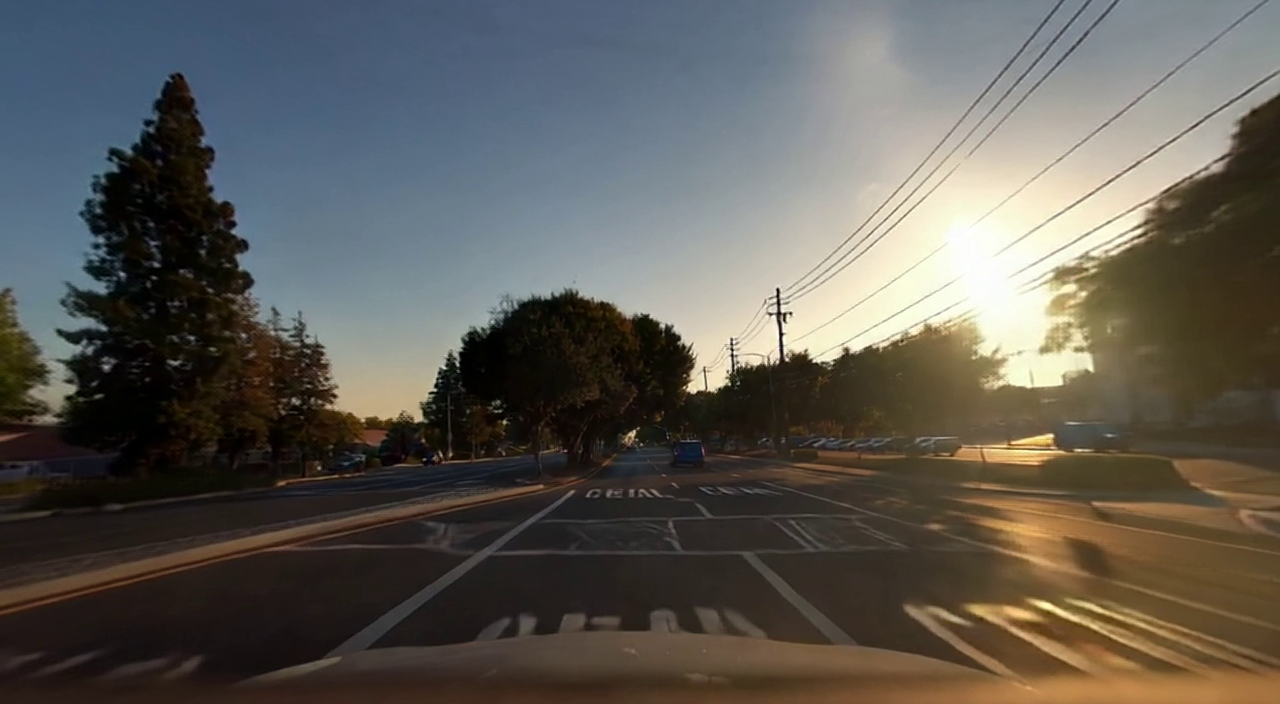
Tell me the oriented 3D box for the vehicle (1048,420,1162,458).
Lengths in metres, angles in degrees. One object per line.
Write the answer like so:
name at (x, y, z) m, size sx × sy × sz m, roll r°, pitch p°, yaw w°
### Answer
vehicle at (29.535, 5.596, 40.512) m, size 2.406 × 2.215 × 6.315 m, roll 0°, pitch -8°, yaw 0°

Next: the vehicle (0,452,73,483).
vehicle at (-40.093, 7.481, 41.003) m, size 4.422 × 1.874 × 2.112 m, roll 1°, pitch -8°, yaw -1°

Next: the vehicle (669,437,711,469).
vehicle at (3.026, 6.173, 38.858) m, size 2.086 × 1.803 × 4.607 m, roll 1°, pitch -8°, yaw -2°

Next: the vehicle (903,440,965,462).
vehicle at (20.011, 6.757, 43.267) m, size 1.980 × 1.423 × 4.793 m, roll 1°, pitch -8°, yaw 0°
